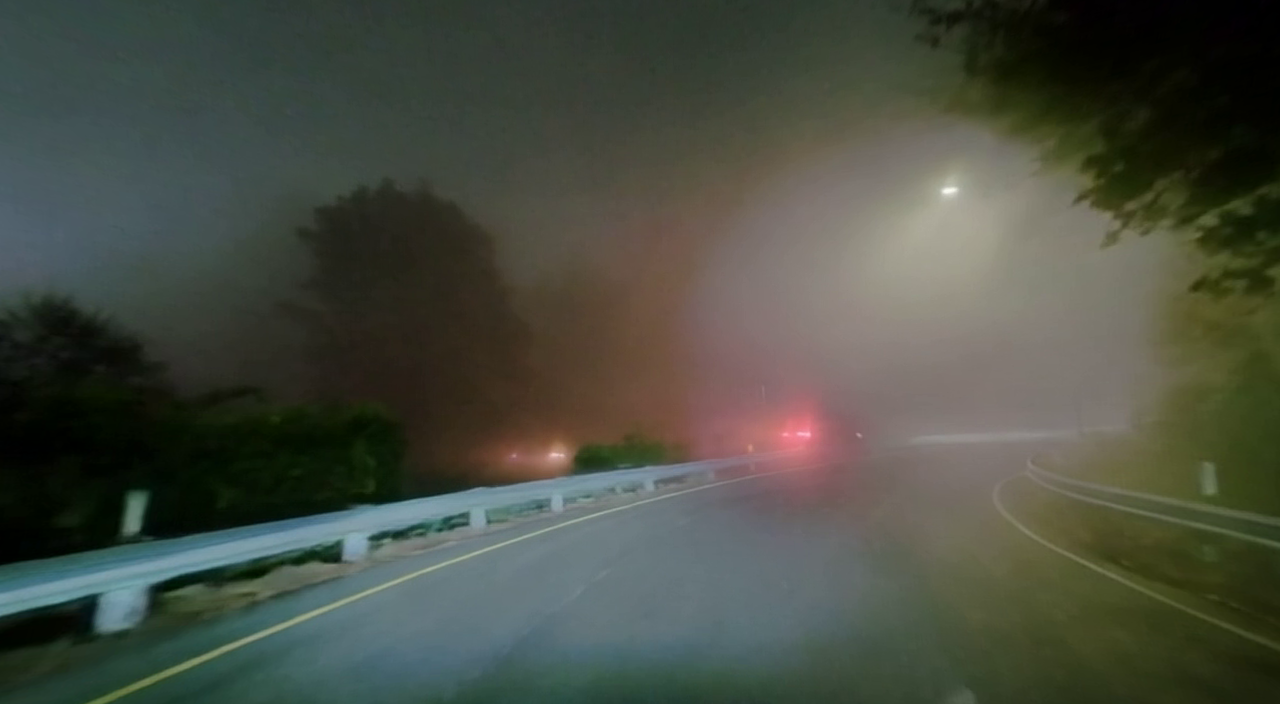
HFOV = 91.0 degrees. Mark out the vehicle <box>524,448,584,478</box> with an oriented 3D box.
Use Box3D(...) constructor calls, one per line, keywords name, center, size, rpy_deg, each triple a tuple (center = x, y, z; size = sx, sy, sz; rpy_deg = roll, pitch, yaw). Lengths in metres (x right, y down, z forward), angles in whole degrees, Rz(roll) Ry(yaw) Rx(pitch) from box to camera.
Box3D(name="vehicle", center=(-5.980, 7.740, 43.912), size=(3.990, 1.549, 1.971), rpy_deg=(-3, -17, -6))
